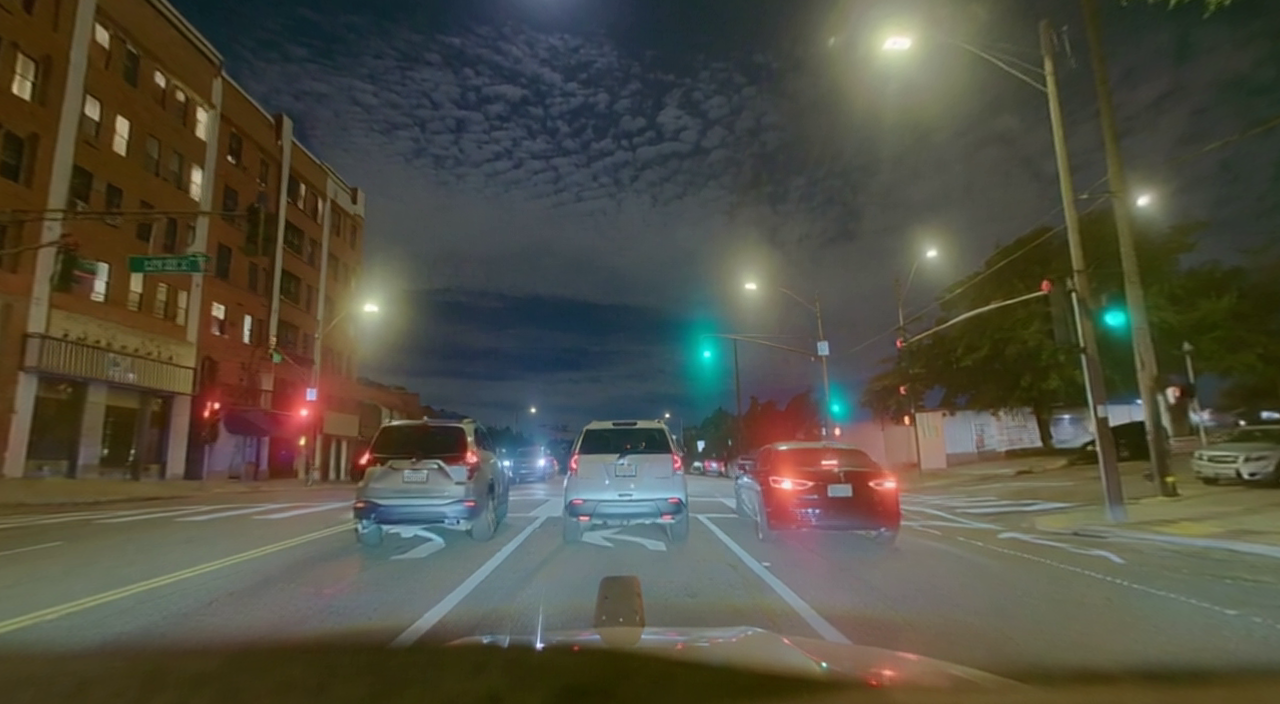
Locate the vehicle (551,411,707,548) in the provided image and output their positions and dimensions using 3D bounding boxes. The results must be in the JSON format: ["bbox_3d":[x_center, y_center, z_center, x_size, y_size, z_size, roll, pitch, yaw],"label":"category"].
[{"bbox_3d":[-0.187,2.074,10.917,2.105,1.842,4.537,0,-8,-1],"label":"vehicle"}]

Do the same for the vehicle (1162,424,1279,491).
[{"bbox_3d":[17.390,2.896,17.333,4.547,1.720,1.624,0,-12,-1],"label":"vehicle"}]

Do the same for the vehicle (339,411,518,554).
[{"bbox_3d":[-3.125,1.987,10.326,1.855,1.812,4.244,1,-8,-6],"label":"vehicle"}]

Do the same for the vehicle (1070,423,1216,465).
[{"bbox_3d":[20.815,3.825,26.299,4.355,1.663,1.948,0,-8,0],"label":"vehicle"}]

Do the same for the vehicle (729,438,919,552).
[{"bbox_3d":[2.686,2.170,10.347,1.852,1.462,4.155,0,-8,0],"label":"vehicle"}]
